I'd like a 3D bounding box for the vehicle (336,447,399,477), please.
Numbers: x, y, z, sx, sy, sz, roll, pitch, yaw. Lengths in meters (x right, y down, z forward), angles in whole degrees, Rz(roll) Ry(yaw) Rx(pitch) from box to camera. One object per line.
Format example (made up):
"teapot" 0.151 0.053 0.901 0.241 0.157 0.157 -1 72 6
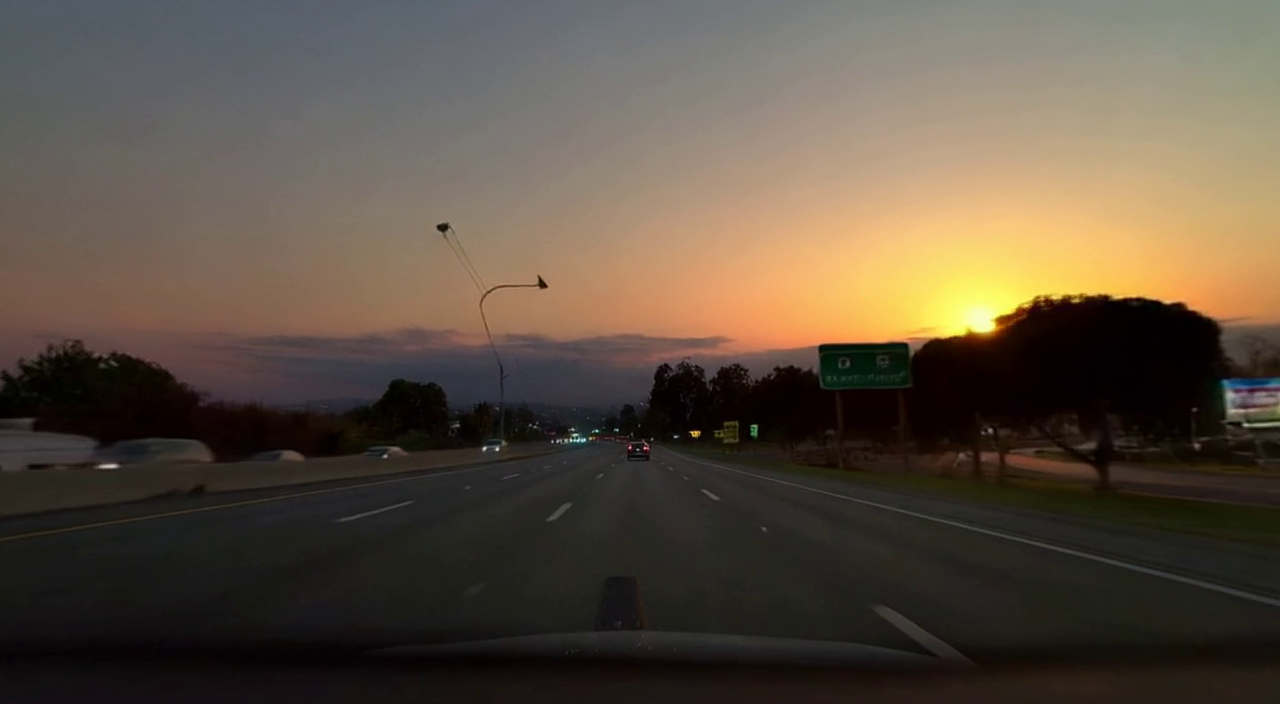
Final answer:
"vehicle" -17.985 7.271 41.905 1.956 1.837 4.700 0 -9 1

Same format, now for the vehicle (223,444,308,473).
"vehicle" -25.177 7.167 42.827 2.216 1.829 5.798 0 -9 0

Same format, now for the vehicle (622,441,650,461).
"vehicle" -0.358 7.580 48.277 2.025 1.460 4.189 0 -9 -2

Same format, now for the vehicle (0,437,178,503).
"vehicle" -17.490 3.568 19.678 2.006 1.741 5.547 0 -9 0
